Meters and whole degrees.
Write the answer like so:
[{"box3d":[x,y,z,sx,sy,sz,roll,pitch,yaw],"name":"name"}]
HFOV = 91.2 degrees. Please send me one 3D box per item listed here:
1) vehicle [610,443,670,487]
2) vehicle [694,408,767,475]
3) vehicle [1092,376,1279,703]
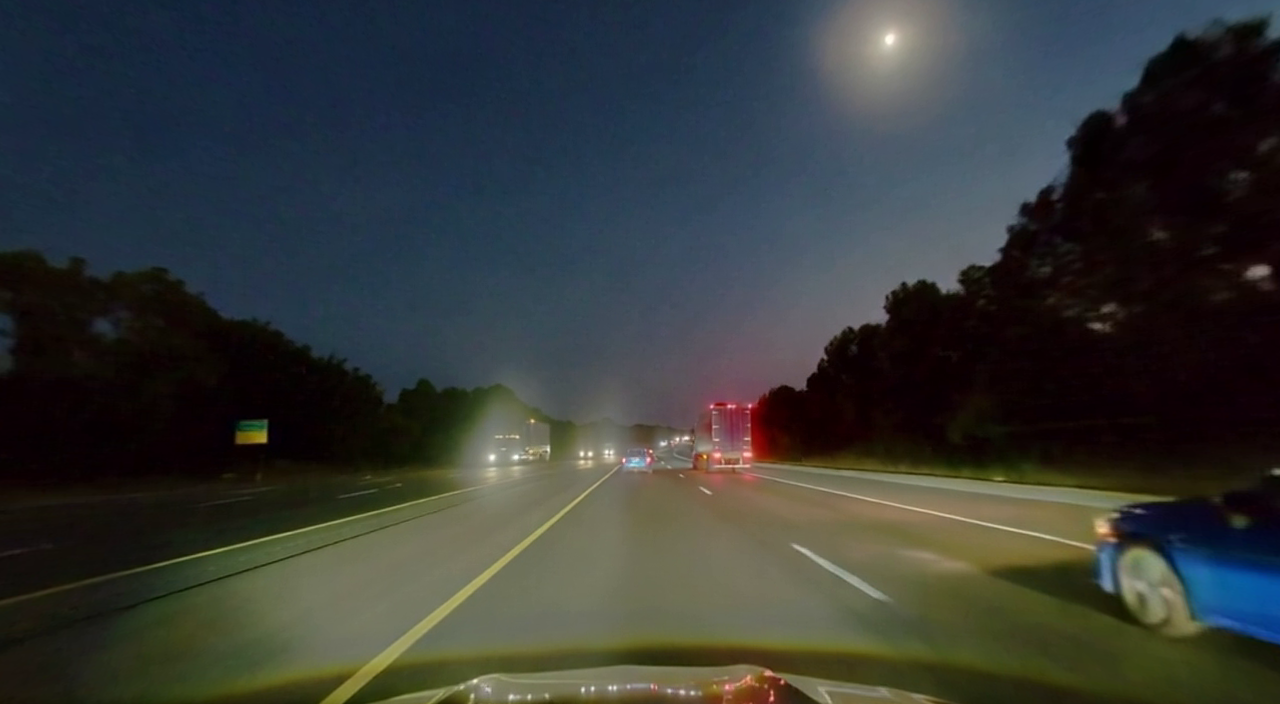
[{"box3d":[-0.045,4.189,23.563,2.066,1.490,3.759,0,-9,-1],"name":"vehicle"},{"box3d":[4.652,4.868,33.801,2.791,3.201,7.145,0,-9,0],"name":"vehicle"},{"box3d":[3.908,0.733,1.901,1.953,1.540,4.101,0,-9,0],"name":"vehicle"}]
